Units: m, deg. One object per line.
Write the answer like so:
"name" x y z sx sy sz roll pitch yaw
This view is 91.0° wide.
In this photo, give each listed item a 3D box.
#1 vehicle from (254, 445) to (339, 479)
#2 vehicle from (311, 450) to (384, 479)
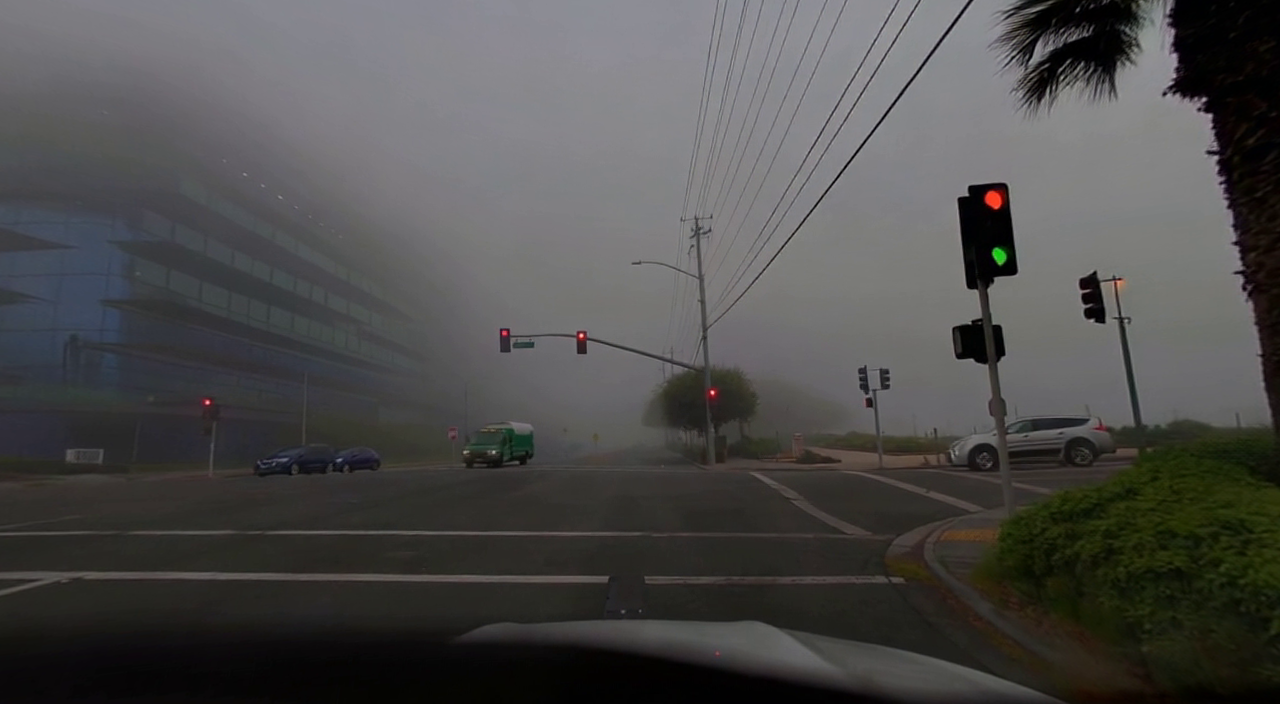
"vehicle" -19.080 6.109 35.250 2.017 1.739 4.569 0 -9 1
"vehicle" -15.360 5.917 33.335 1.875 1.389 3.784 0 -9 3
